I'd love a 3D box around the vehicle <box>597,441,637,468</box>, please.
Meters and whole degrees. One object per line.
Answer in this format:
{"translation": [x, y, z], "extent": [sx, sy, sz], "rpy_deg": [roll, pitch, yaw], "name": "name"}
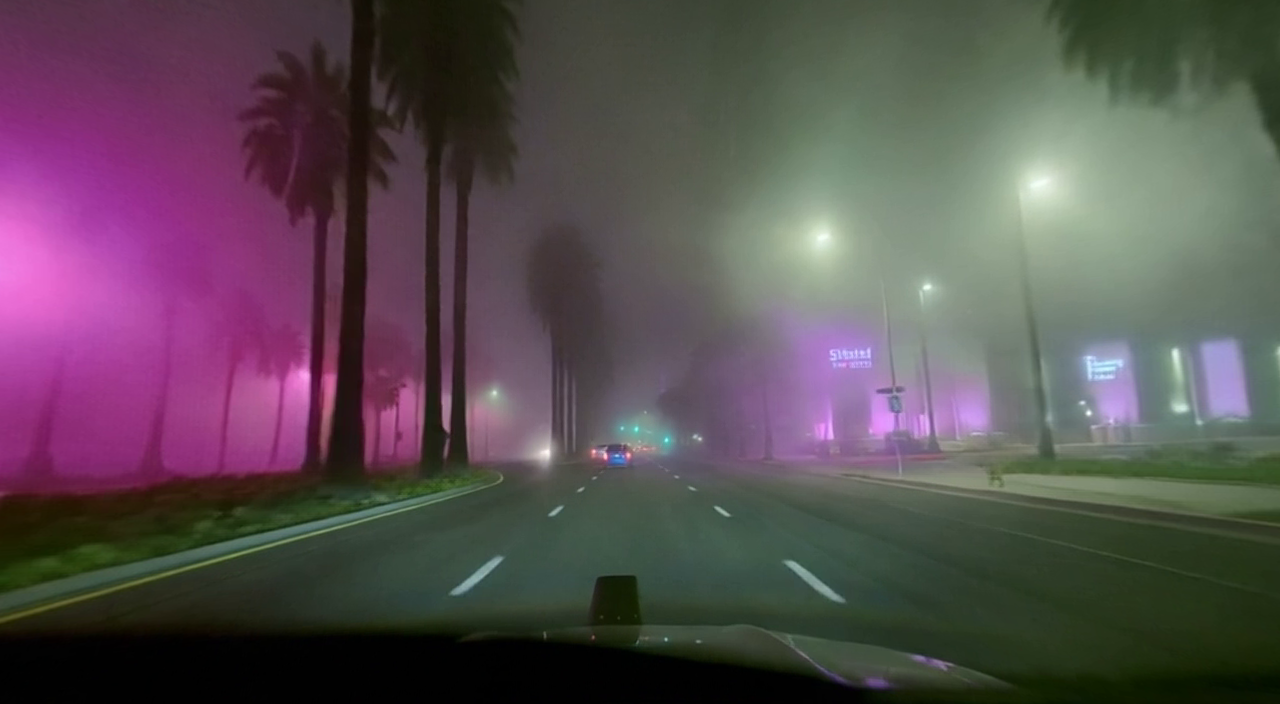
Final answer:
{"translation": [-1.395, 6.456, 40.111], "extent": [2.160, 1.615, 4.117], "rpy_deg": [-1, -9, 4], "name": "vehicle"}
